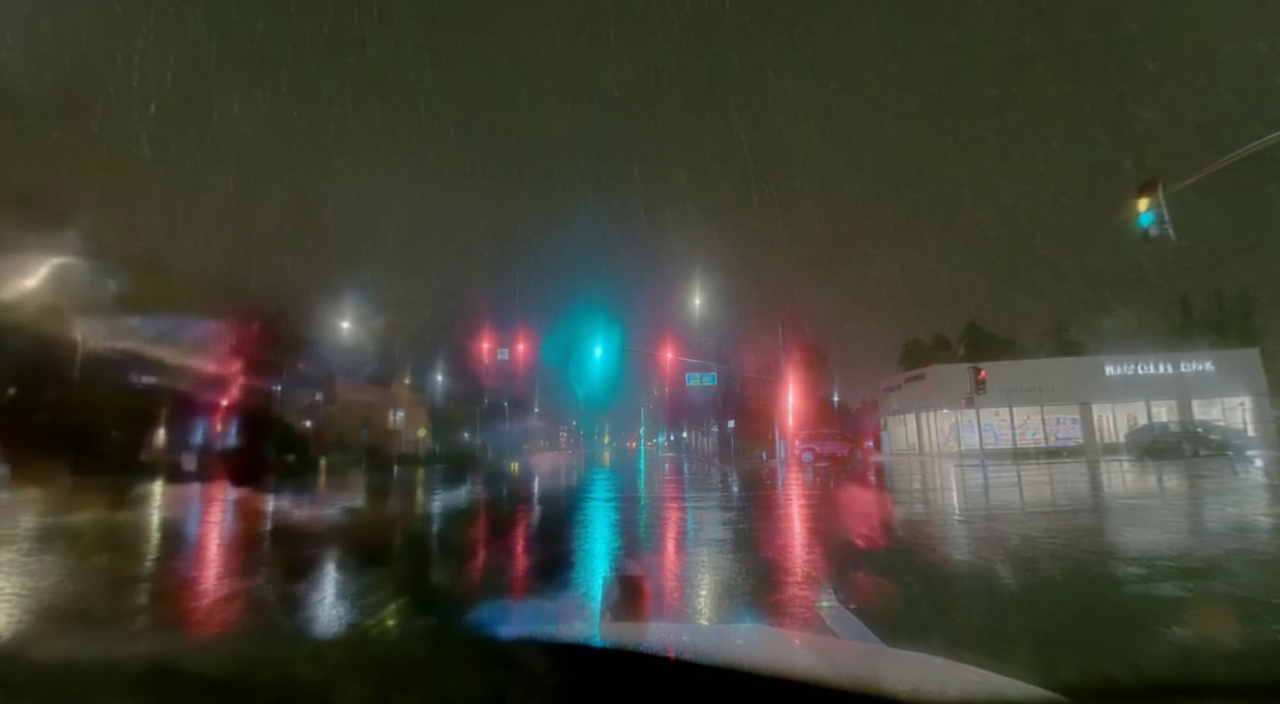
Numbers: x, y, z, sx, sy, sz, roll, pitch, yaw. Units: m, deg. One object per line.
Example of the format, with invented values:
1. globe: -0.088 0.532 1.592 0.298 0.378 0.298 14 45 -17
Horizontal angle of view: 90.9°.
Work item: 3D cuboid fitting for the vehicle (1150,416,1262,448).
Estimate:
1. vehicle: 28.297 4.073 31.706 1.799 1.459 4.266 0 -8 3
